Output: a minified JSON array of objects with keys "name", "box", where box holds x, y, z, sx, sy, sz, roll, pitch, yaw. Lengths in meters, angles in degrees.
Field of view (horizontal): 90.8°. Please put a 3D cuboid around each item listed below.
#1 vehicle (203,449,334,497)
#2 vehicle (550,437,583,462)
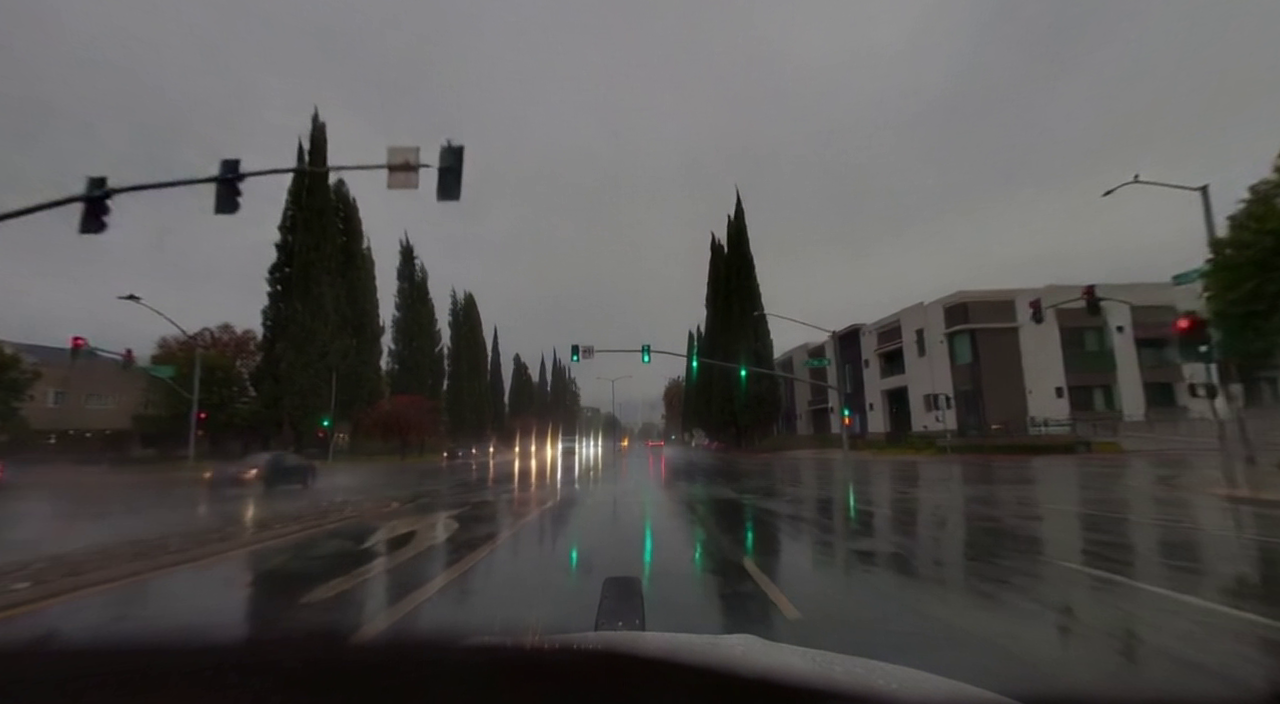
[{"name":"vehicle","box":[-12.040,3.921,20.840,1.890,1.358,3.988,-1,-8,0]},{"name":"vehicle","box":[-5.596,7.449,48.406,2.098,1.789,4.338,0,-8,-1]}]
